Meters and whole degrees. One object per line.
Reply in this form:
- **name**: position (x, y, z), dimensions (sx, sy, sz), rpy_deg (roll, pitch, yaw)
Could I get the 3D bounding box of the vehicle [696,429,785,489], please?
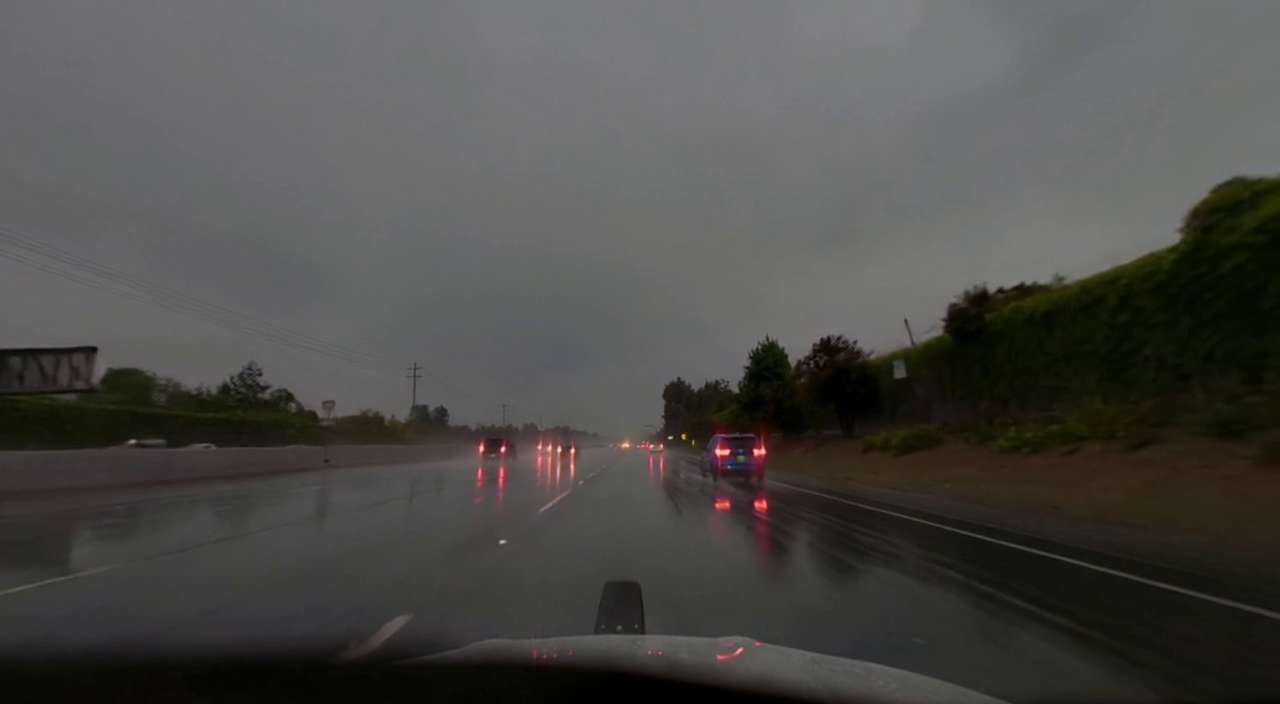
- **vehicle**: position (3.424, 3.759, 22.494), dimensions (2.184, 1.892, 4.763), rpy_deg (0, -8, -2)
